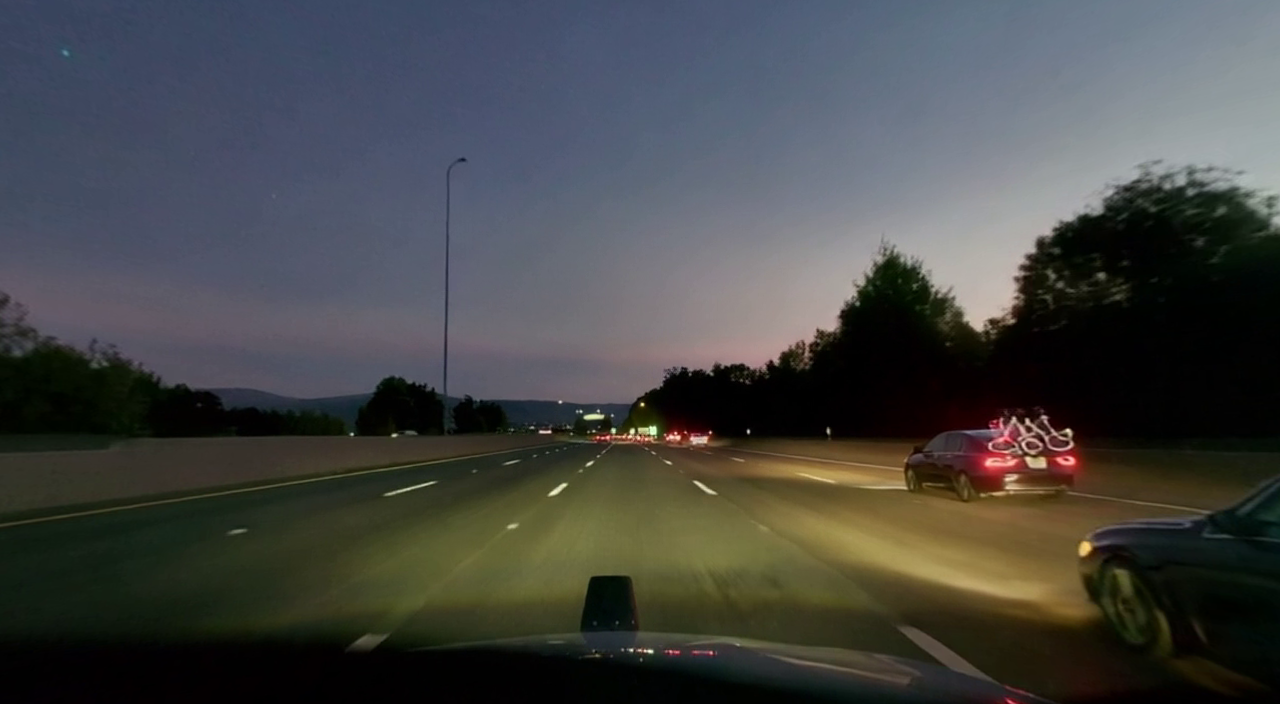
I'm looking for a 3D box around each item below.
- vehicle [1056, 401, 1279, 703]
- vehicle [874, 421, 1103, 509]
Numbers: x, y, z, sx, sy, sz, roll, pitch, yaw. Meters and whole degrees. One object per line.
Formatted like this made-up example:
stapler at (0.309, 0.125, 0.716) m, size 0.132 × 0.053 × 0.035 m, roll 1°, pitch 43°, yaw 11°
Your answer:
vehicle at (3.902, 0.829, 1.909) m, size 2.094 × 1.441 × 4.568 m, roll 0°, pitch -8°, yaw -1°
vehicle at (6.942, 2.272, 13.350) m, size 2.034 × 1.511 × 4.785 m, roll 0°, pitch -8°, yaw -2°
